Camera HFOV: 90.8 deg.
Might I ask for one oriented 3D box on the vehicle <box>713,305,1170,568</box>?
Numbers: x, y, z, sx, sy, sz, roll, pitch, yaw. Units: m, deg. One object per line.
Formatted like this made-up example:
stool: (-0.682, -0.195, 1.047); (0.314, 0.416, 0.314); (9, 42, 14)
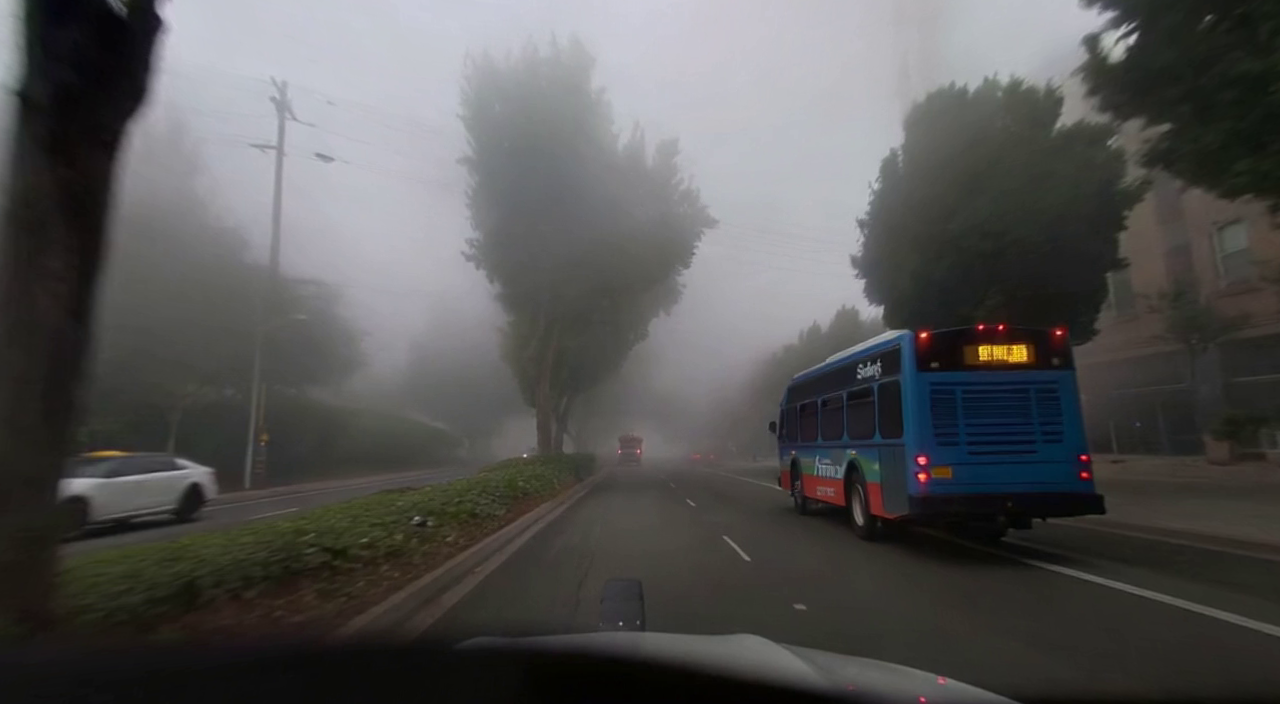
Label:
vehicle: (4.428, 2.017, 14.557); (3.043, 3.162, 13.806); (0, -9, -4)

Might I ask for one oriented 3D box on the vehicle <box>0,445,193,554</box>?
vehicle: (-10.651, 2.589, 11.784); (1.869, 1.655, 4.024); (0, -9, -5)
